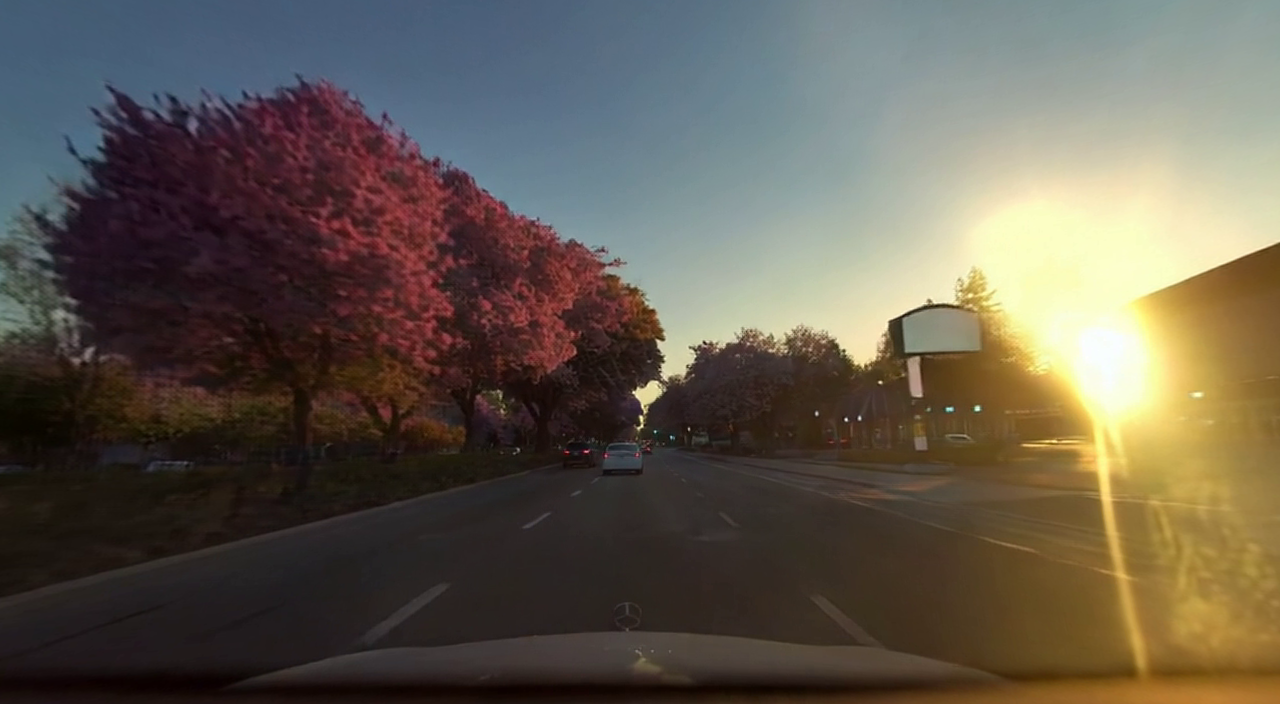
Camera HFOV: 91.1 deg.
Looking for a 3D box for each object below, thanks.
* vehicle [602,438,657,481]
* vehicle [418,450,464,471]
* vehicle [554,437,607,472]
[{"bbox_3d":[-0.361,4.621,27.316,2.149,1.701,4.379,0,-8,3],"label":"vehicle"},{"bbox_3d":[-14.440,7.895,45.852,1.838,1.458,4.336,0,-8,1],"label":"vehicle"},{"bbox_3d":[-3.327,5.892,36.246,2.453,1.844,4.751,0,-8,1],"label":"vehicle"}]
